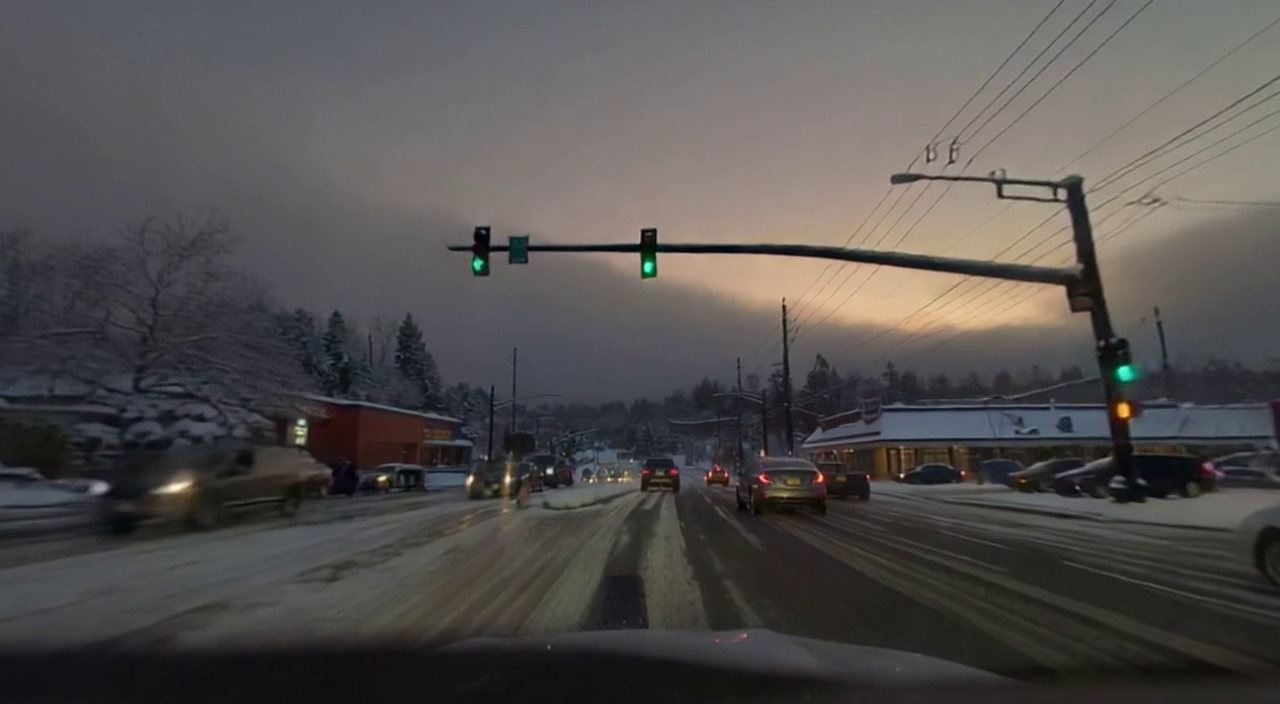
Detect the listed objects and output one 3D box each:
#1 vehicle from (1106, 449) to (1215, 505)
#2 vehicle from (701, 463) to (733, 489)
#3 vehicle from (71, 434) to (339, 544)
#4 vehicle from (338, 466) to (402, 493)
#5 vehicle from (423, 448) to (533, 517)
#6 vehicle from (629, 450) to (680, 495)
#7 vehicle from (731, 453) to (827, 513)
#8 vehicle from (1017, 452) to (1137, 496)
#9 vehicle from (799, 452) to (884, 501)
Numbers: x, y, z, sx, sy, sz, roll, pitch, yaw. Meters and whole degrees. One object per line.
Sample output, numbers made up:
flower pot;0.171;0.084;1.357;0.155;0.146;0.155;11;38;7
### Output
vehicle;16.049;3.731;19.360;2.052;1.399;4.373;-7;-10;44
vehicle;5.846;9.425;48.193;2.036;1.719;4.318;0;-8;2
vehicle;-8.399;2.632;12.915;2.065;1.805;4.668;0;-8;1
vehicle;-17.839;8.516;41.978;2.018;1.608;4.882;0;-12;1
vehicle;-4.675;3.787;18.931;2.041;1.494;4.647;-2;-6;1
vehicle;0.705;5.544;29.426;2.210;1.861;4.280;0;-8;2
vehicle;4.008;3.838;19.037;1.963;1.484;4.609;0;-8;2
vehicle;16.339;4.479;23.483;4.964;1.453;2.184;8;-11;-38
vehicle;7.990;4.943;25.477;2.040;1.738;4.414;0;-8;1
